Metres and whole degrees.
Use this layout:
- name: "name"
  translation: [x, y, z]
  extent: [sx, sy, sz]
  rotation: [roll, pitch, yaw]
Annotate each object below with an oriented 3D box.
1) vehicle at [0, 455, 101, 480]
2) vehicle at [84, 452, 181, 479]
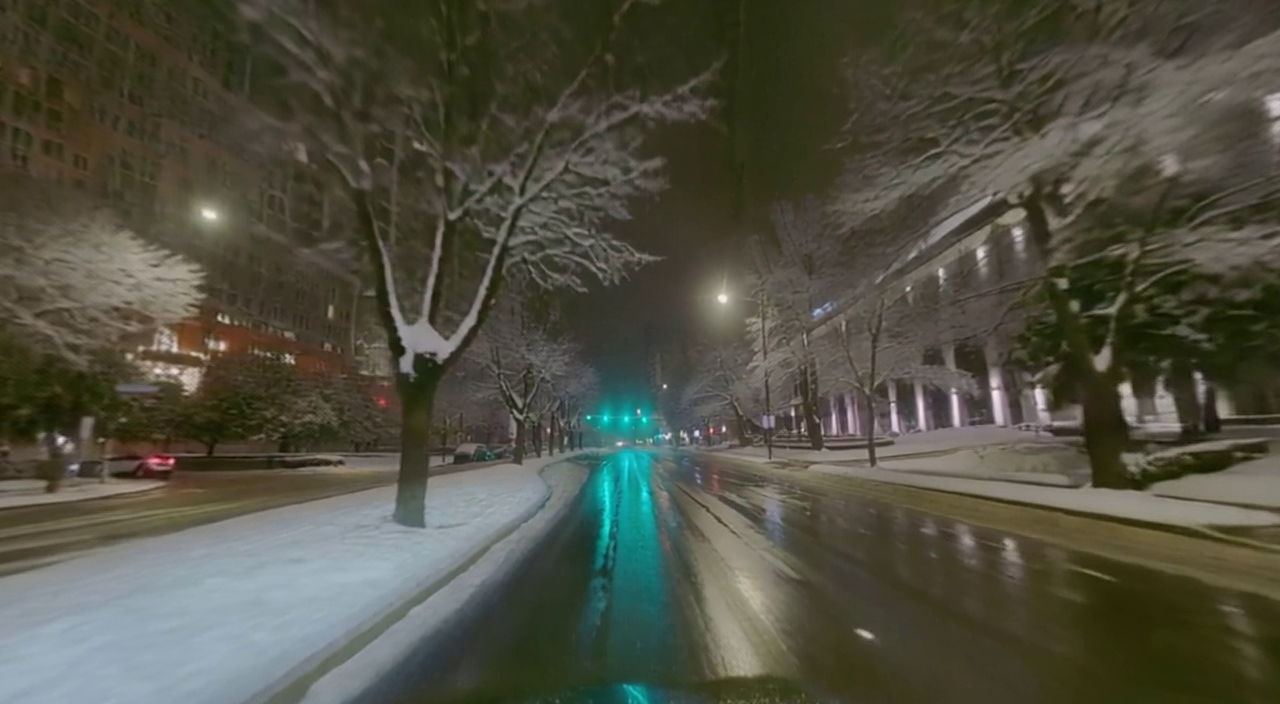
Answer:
- name: "vehicle"
  translation: [-37.413, 7.327, 40.131]
  extent: [4.639, 1.484, 1.789]
  rotation: [0, -8, 0]
- name: "vehicle"
  translation: [-32.041, 7.152, 39.951]
  extent: [4.486, 1.614, 1.950]
  rotation: [-1, -8, 4]
